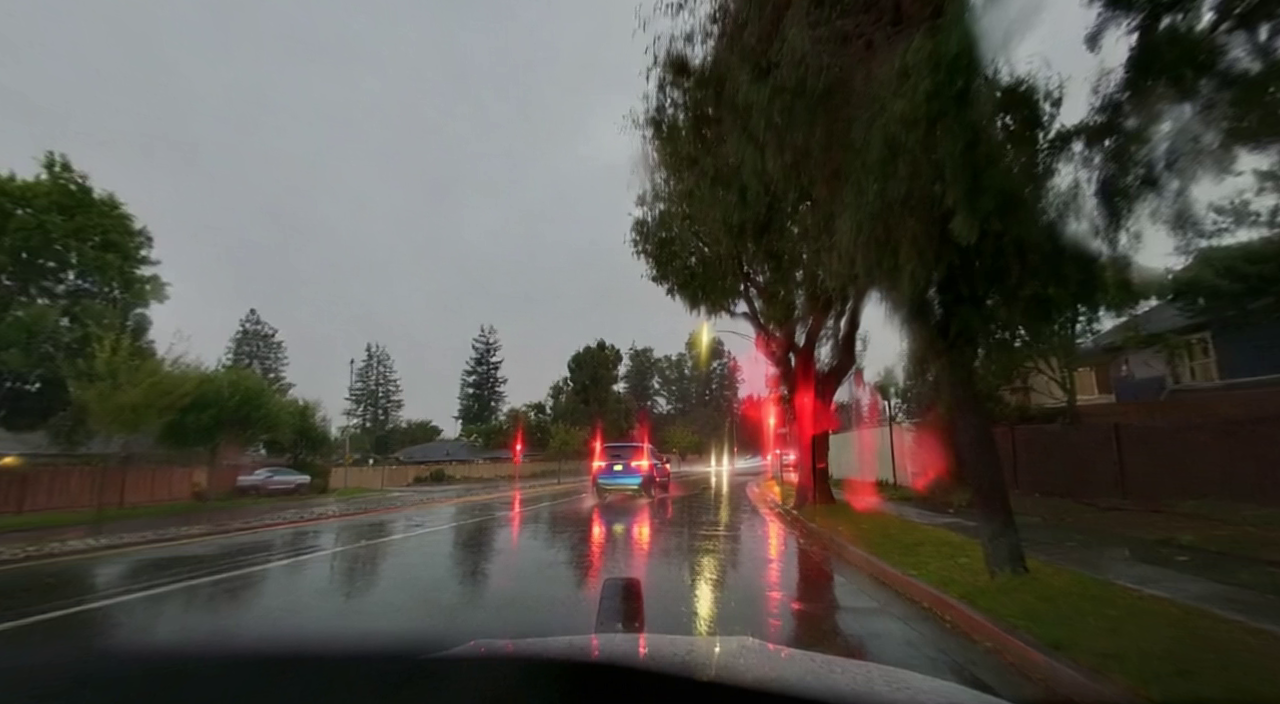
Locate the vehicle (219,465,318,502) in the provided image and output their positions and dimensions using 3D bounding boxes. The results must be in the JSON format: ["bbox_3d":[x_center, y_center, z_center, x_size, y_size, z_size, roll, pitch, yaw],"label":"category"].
[{"bbox_3d":[-22.409,7.923,38.312,2.332,1.896,5.688,-1,-9,3],"label":"vehicle"}]

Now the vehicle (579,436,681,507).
[{"bbox_3d":[-0.156,3.633,19.695,2.059,1.908,4.714,-2,-9,13],"label":"vehicle"}]
